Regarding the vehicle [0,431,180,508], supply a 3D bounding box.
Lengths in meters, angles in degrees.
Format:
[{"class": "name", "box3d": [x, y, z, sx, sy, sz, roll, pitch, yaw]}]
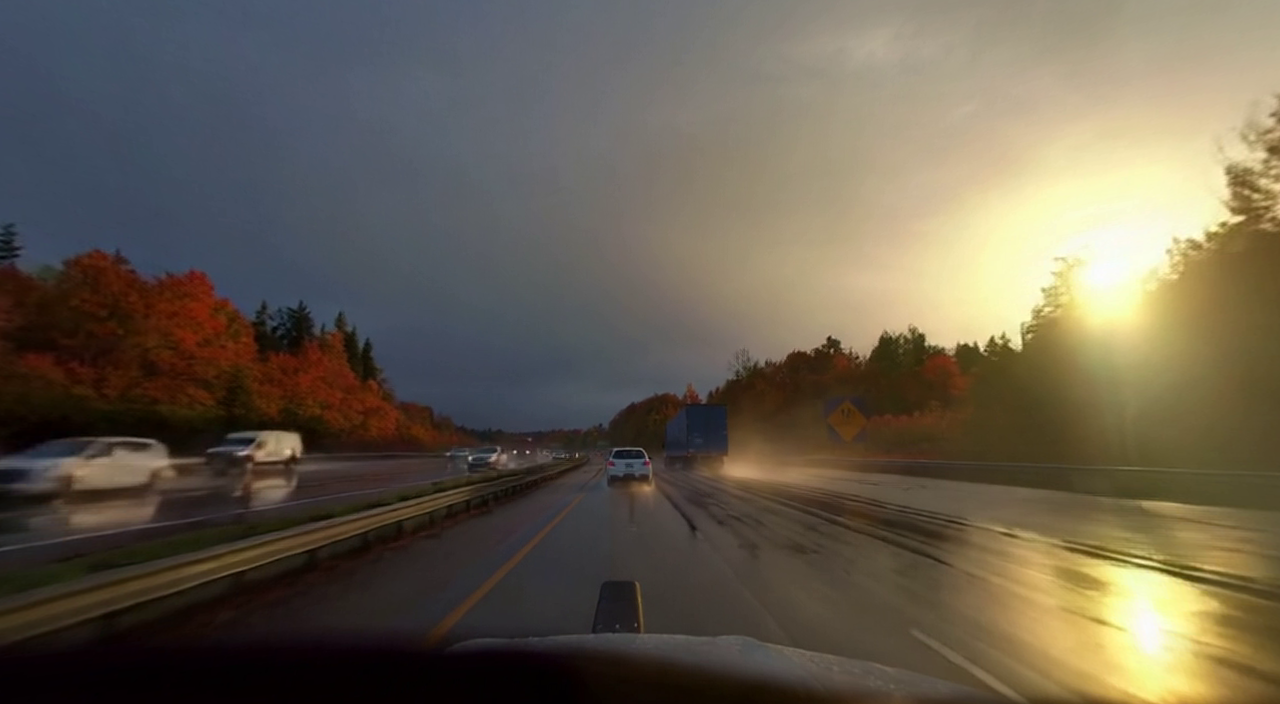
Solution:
[{"class": "vehicle", "box3d": [-13.544, 2.721, 14.830, 1.953, 1.544, 4.444, -1, -9, -1]}]

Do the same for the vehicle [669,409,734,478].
[{"class": "vehicle", "box3d": [3.918, 6.584, 43.973, 2.900, 4.013, 14.455, 0, -10, -1]}]

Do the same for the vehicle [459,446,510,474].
[{"class": "vehicle", "box3d": [-9.189, 6.378, 37.333, 1.979, 1.523, 4.461, 0, -9, -1]}]

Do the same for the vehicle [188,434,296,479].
[{"class": "vehicle", "box3d": [-18.357, 4.861, 29.247, 2.064, 1.914, 4.660, 0, -9, -2]}]

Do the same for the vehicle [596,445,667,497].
[{"class": "vehicle", "box3d": [-0.315, 3.888, 20.792, 2.099, 1.506, 4.097, 0, -9, -2]}]
